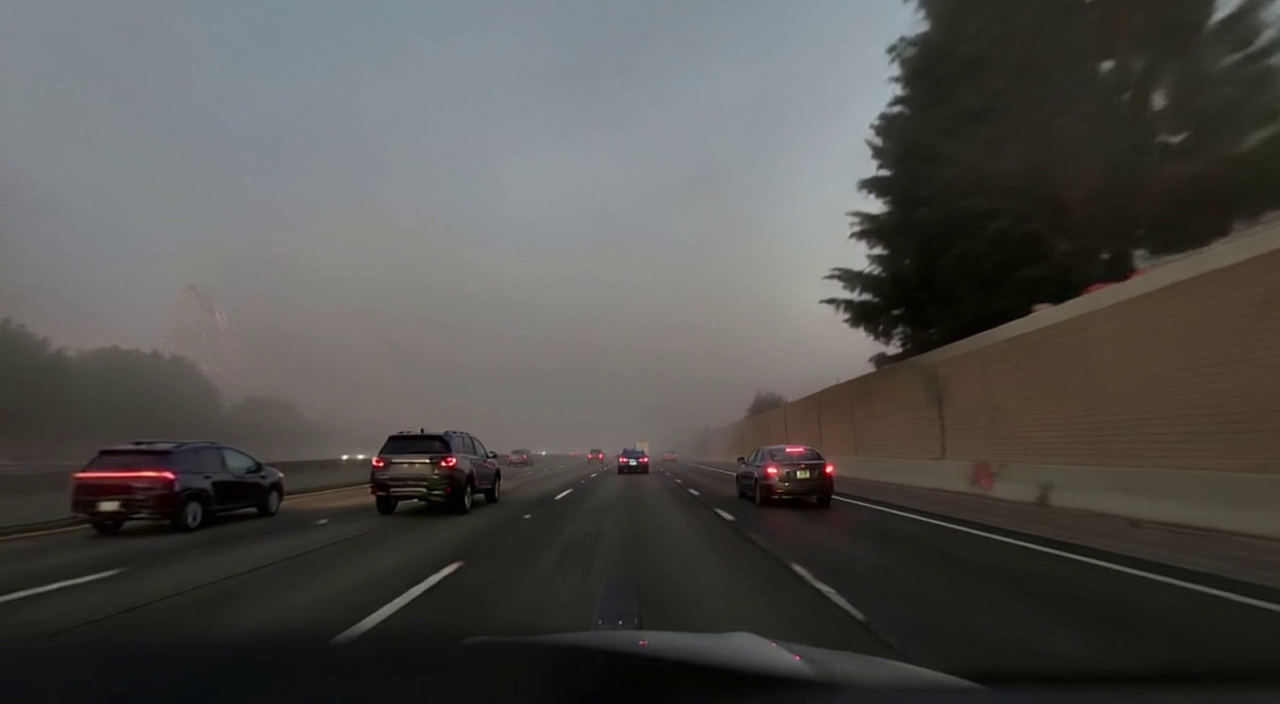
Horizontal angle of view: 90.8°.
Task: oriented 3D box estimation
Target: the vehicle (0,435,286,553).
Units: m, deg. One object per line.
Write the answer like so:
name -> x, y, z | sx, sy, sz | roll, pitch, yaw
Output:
vehicle -> -7.933, 2.122, 10.210 | 1.908, 1.476, 4.342 | 0, -8, 0

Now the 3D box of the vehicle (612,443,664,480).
vehicle -> -0.107, 4.635, 27.016 | 2.045, 1.452, 4.040 | 0, -8, -1

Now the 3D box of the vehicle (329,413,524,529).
vehicle -> -3.700, 2.165, 11.979 | 2.121, 1.775, 4.335 | 0, -8, 0

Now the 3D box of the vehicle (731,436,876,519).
vehicle -> 3.360, 2.661, 14.038 | 1.917, 1.507, 4.540 | 0, -8, -1
